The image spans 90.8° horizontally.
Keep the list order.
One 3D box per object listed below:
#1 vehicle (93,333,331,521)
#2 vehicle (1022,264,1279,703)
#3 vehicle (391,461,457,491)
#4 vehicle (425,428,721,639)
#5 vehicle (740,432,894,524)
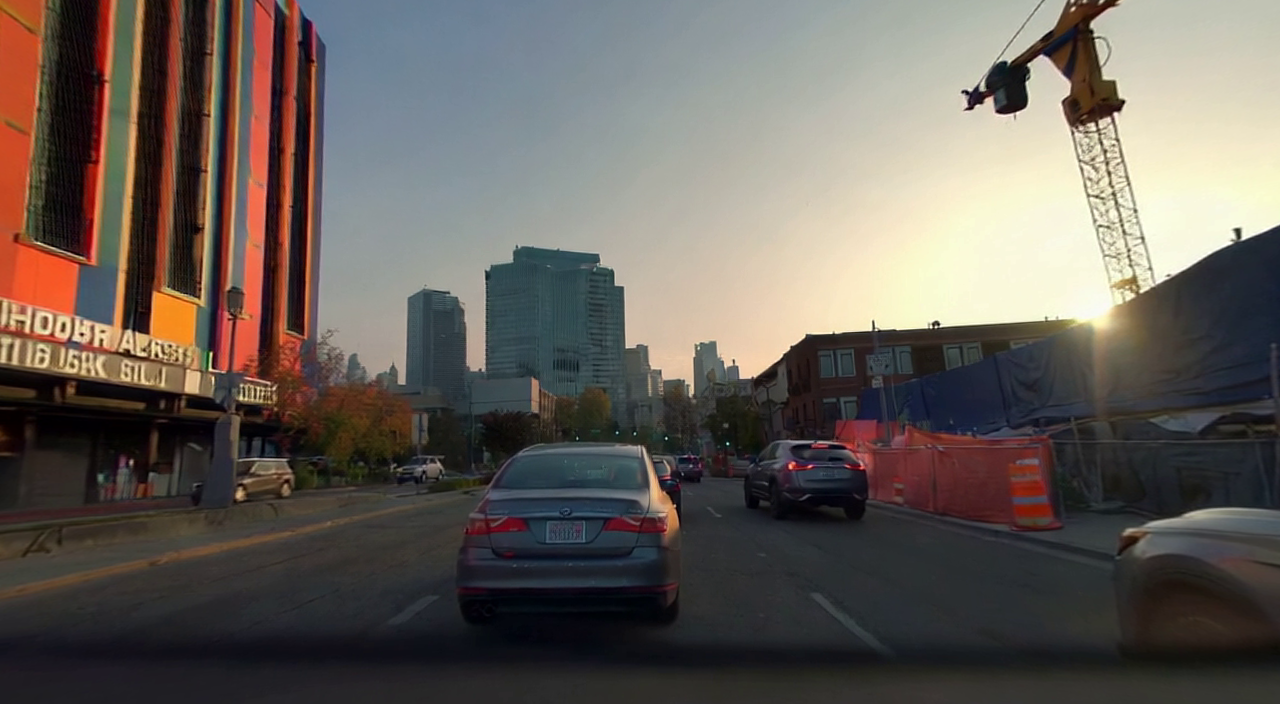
[{"bbox_3d":[-9.093,1.682,13.923,2.592,3.548,3.414,-2,-9,4],"label":"vehicle"},{"bbox_3d":[3.341,0.493,1.043,2.182,1.954,5.341,0,-8,2],"label":"vehicle"},{"bbox_3d":[-12.519,7.218,36.946,1.986,1.476,4.753,-1,-8,4],"label":"vehicle"},{"bbox_3d":[-0.432,1.622,6.711,2.131,1.496,4.193,0,-8,2],"label":"vehicle"},{"bbox_3d":[3.888,2.851,14.977,2.185,1.797,4.934,0,-8,-1],"label":"vehicle"}]
